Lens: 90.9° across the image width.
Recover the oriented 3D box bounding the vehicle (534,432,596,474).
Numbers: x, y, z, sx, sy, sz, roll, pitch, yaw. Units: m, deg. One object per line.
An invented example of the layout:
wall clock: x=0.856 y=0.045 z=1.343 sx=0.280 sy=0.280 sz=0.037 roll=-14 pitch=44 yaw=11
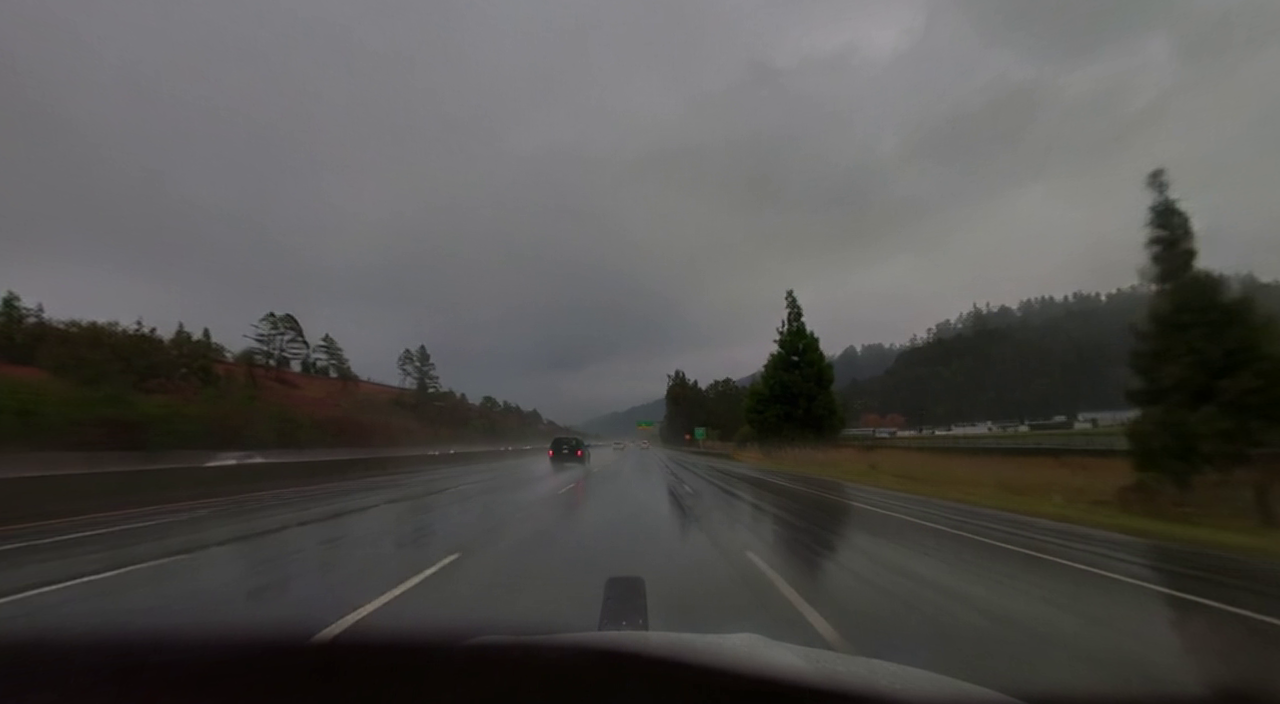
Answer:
vehicle: x=-3.450 y=4.794 z=30.070 sx=2.283 sy=1.802 sz=4.810 roll=0 pitch=-8 yaw=1

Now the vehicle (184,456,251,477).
vehicle: x=-32.777 y=8.911 z=49.085 sx=2.019 sy=1.469 sz=4.523 roll=0 pitch=-8 yaw=1
